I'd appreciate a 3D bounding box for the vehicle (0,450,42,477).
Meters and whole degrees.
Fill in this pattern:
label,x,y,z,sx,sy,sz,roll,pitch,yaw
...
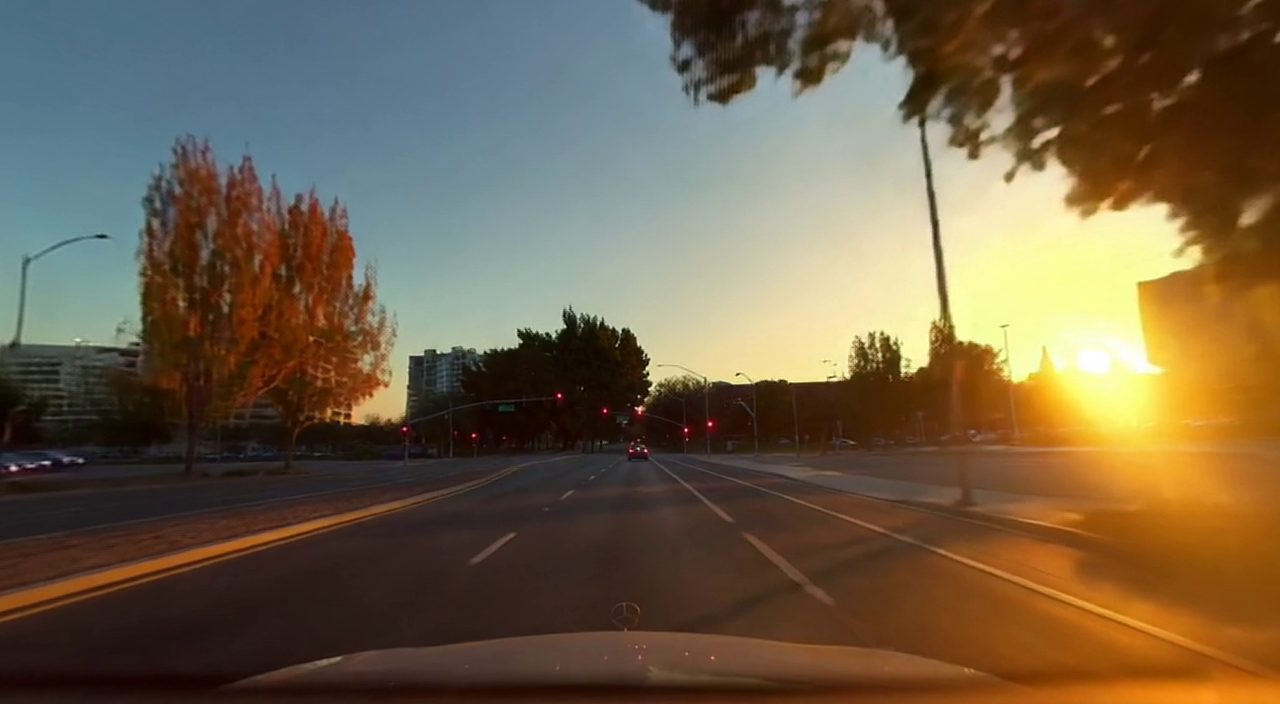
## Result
label,x,y,z,sx,sy,sz,roll,pitch,yaw
vehicle,-38.185,6.826,38.826,3.758,1.545,1.763,-8,-12,44

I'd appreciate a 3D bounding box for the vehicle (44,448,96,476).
label,x,y,z,sx,sy,sz,roll,pitch,yaw
vehicle,-37.955,7.258,42.044,4.235,1.748,2.001,-8,-11,42
